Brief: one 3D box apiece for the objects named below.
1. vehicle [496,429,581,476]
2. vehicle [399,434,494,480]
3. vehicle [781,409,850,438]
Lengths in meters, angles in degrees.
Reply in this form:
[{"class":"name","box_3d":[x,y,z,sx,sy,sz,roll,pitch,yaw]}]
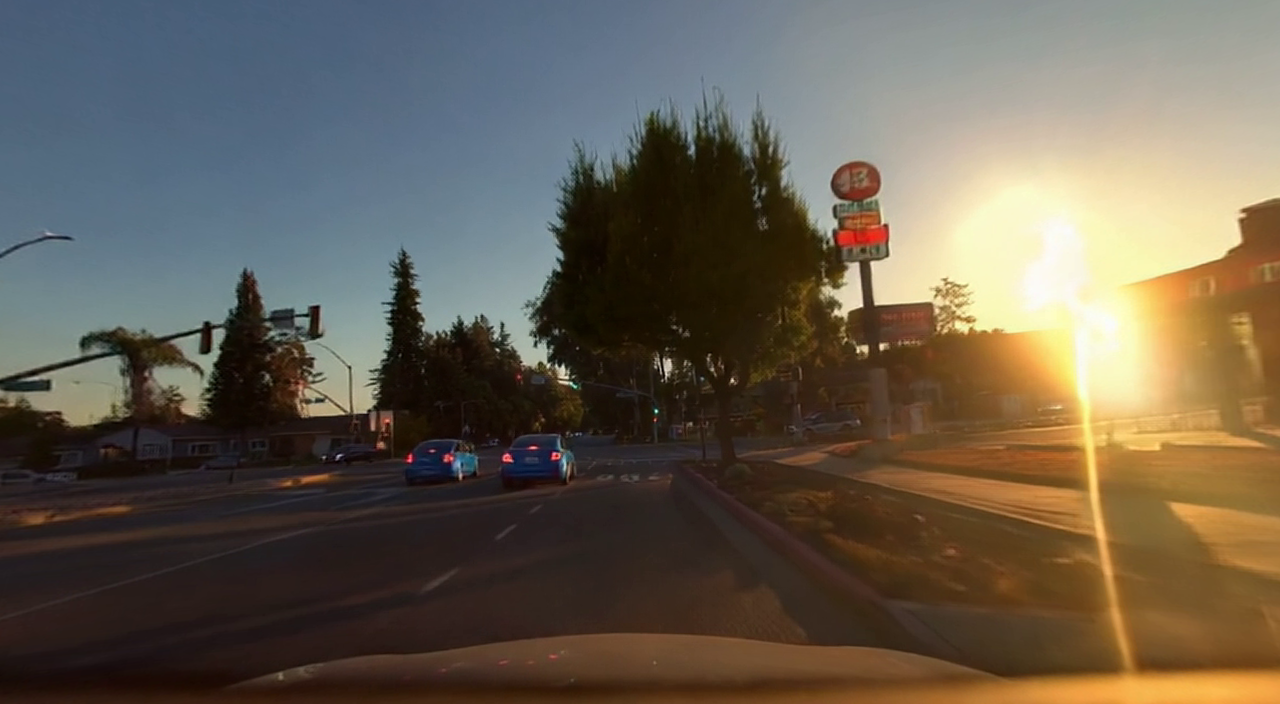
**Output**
[{"class":"vehicle","box_3d":[-3.366,3.448,21.879,2.054,1.449,4.772,-1,-8,1]},{"class":"vehicle","box_3d":[-6.690,3.665,22.356,1.966,1.439,4.161,-1,-8,2]},{"class":"vehicle","box_3d":[13.024,5.361,47.056,4.428,1.501,1.884,-8,-8,-2]}]
